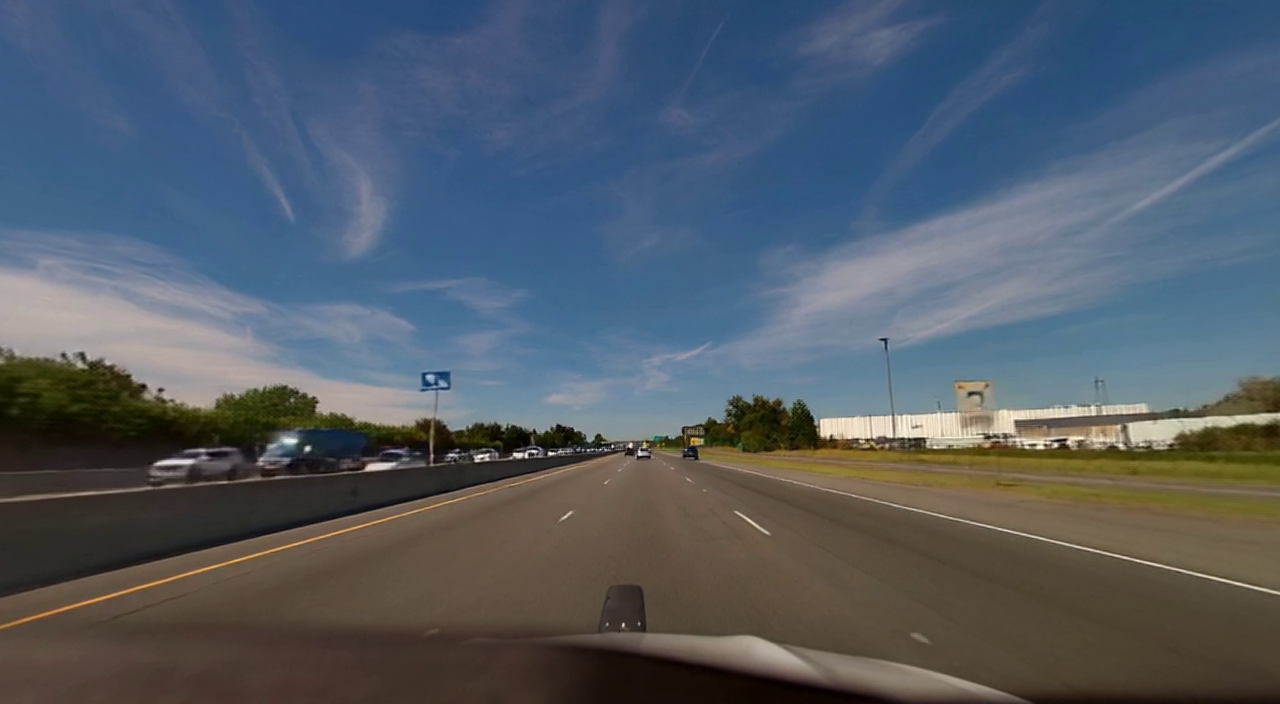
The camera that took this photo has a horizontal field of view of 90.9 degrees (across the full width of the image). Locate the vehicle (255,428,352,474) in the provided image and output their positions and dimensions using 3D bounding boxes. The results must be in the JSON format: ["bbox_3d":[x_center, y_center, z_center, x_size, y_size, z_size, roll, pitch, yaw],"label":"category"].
[{"bbox_3d":[-20.455,6.089,38.801,2.352,2.598,6.329,0,-9,1],"label":"vehicle"}]

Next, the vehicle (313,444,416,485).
[{"bbox_3d":[-10.917,4.478,25.383,2.064,1.477,4.488,0,-9,1],"label":"vehicle"}]

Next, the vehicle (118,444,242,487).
[{"bbox_3d":[-18.799,4.640,26.055,1.803,1.585,4.350,0,-9,0],"label":"vehicle"}]
